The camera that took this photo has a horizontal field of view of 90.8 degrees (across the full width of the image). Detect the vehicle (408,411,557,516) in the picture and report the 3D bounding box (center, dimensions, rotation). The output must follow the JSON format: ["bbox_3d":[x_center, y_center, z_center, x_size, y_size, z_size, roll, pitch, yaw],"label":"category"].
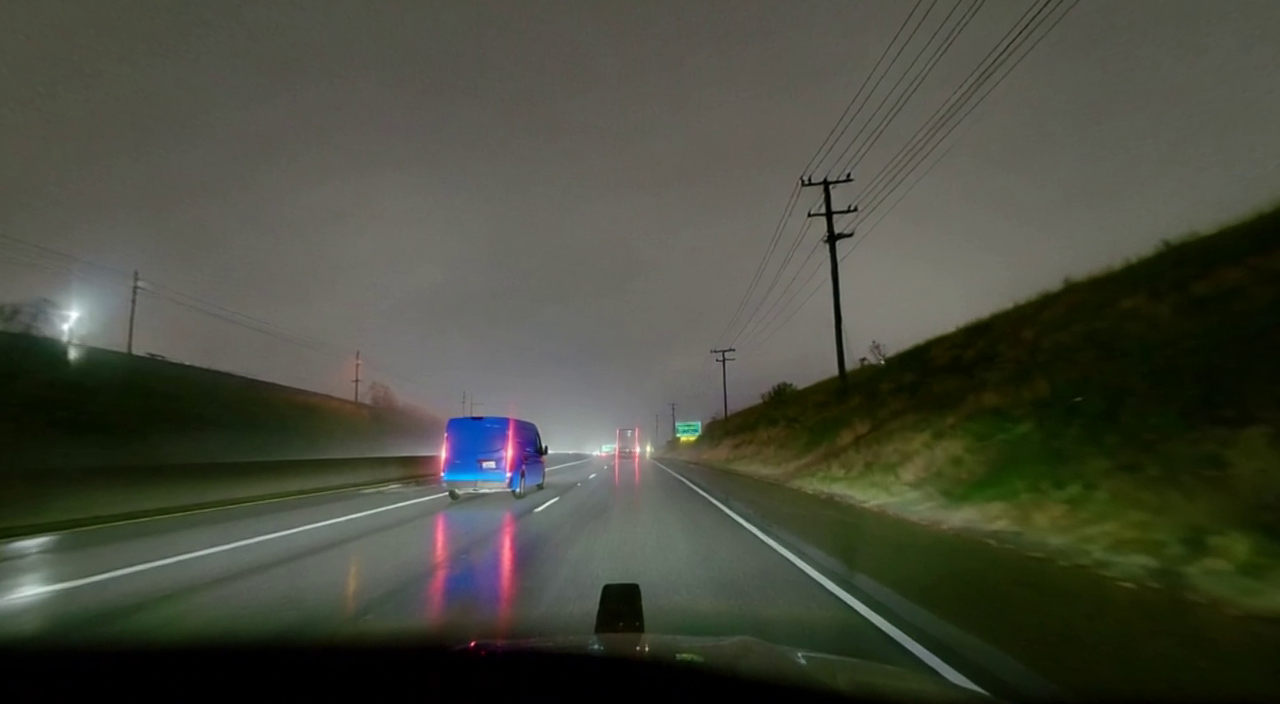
[{"bbox_3d":[-3.394,2.555,14.840,2.197,2.011,5.130,0,-9,0],"label":"vehicle"}]
